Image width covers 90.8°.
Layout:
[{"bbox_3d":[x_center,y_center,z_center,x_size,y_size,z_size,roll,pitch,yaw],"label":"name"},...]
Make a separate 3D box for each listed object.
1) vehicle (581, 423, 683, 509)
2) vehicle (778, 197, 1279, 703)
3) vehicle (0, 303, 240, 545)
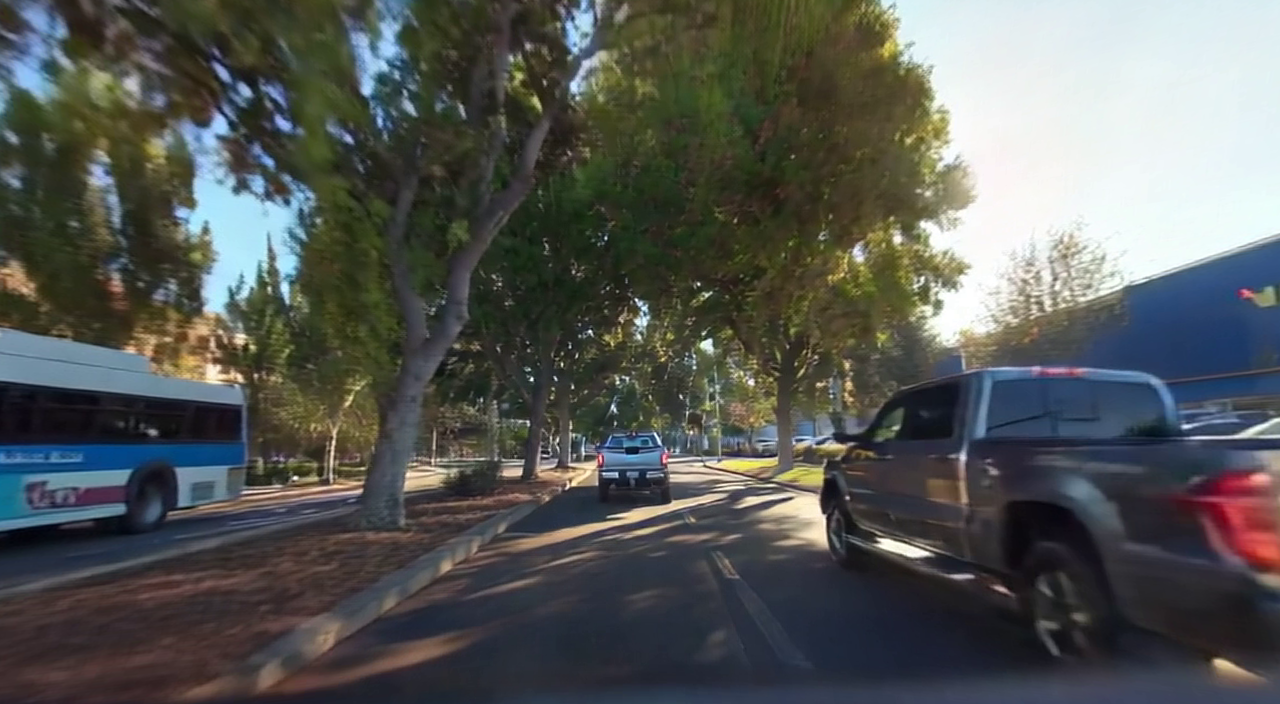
[{"bbox_3d":[-0.190,2.867,16.449,2.157,1.816,5.804,0,-8,0],"label":"vehicle"},{"bbox_3d":[3.686,1.111,5.977,2.802,2.303,7.582,0,-8,-2],"label":"vehicle"},{"bbox_3d":[-12.233,1.203,10.562,2.996,4.022,12.692,0,-8,-1],"label":"vehicle"}]
